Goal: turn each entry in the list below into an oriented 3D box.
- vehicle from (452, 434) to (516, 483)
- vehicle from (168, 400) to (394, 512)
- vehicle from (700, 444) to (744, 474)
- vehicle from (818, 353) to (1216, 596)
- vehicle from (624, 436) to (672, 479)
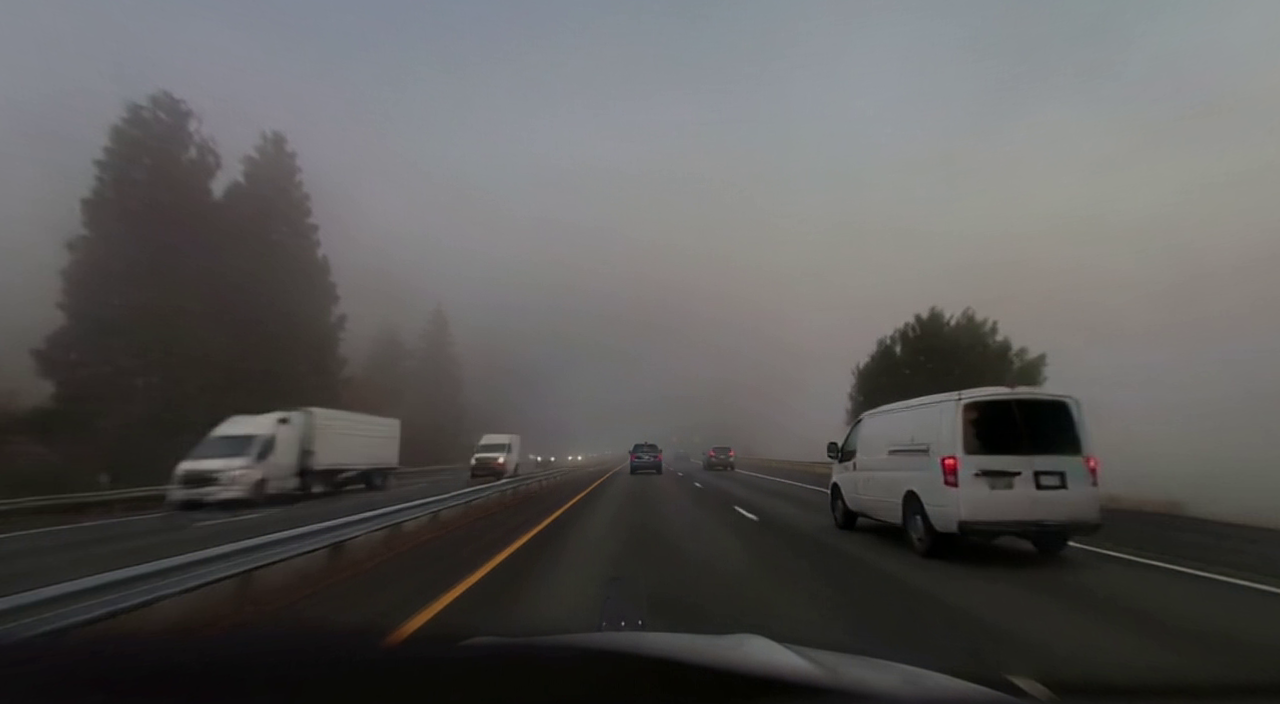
[{"bbox_3d":[-8.652,5.939,35.593,2.171,2.512,5.597,0,-9,0],"label":"vehicle"},{"bbox_3d":[-13.683,4.158,25.691,3.003,3.610,10.351,0,-9,0],"label":"vehicle"},{"bbox_3d":[4.591,6.027,35.736,1.868,1.566,3.509,0,-9,-2],"label":"vehicle"},{"bbox_3d":[4.232,1.495,8.389,2.232,2.290,4.720,0,-9,-1],"label":"vehicle"},{"bbox_3d":[0.381,5.061,30.454,2.143,1.925,4.101,0,-9,0],"label":"vehicle"}]
